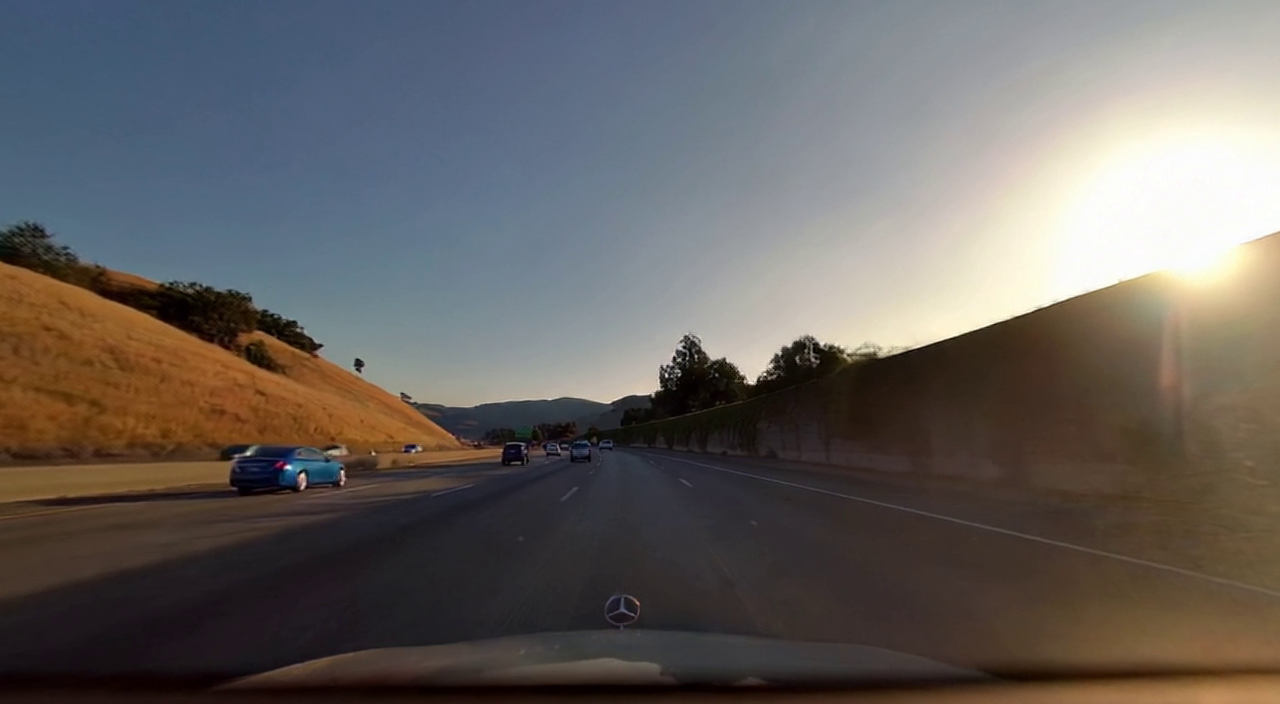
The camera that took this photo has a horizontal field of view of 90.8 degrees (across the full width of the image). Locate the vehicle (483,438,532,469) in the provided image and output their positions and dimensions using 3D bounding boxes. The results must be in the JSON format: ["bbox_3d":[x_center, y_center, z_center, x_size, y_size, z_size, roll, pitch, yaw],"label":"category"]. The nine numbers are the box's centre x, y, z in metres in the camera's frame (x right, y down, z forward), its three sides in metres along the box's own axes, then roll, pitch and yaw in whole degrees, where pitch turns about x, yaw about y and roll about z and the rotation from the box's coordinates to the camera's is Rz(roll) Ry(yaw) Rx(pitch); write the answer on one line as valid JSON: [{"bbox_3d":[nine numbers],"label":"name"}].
[{"bbox_3d":[-8.015,6.224,38.765,2.074,1.768,4.805,0,-9,-2],"label":"vehicle"}]

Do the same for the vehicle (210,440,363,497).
[{"bbox_3d":[-10.401,3.444,19.112,1.949,1.475,4.740,0,-9,-1],"label":"vehicle"}]
